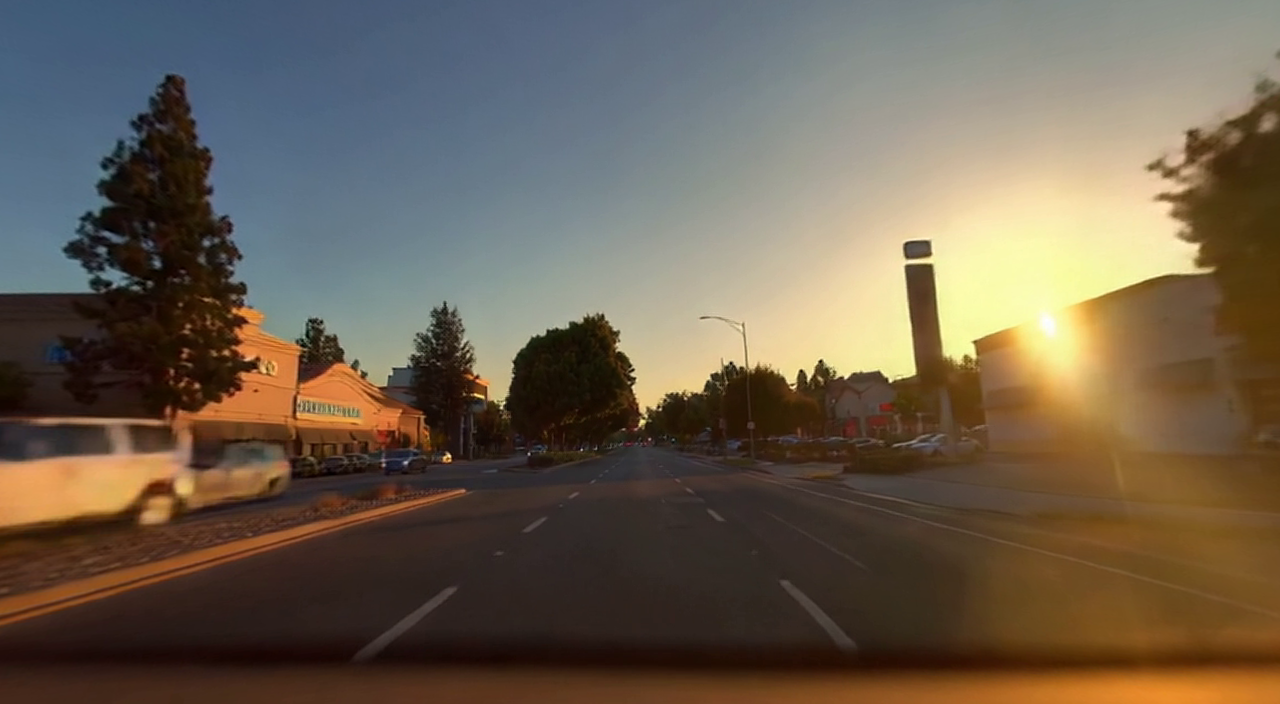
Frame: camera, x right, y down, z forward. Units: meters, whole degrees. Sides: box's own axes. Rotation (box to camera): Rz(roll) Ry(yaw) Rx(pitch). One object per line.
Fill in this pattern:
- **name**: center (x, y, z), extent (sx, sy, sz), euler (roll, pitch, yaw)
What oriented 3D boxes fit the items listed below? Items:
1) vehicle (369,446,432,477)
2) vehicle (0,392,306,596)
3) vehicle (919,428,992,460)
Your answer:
- **vehicle**: center (-14.006, 6.397, 37.254), extent (1.961, 1.670, 4.583), euler (0, -9, -1)
- **vehicle**: center (-7.285, 1.701, 8.283), extent (2.452, 1.905, 6.188), euler (0, -9, 0)
- **vehicle**: center (17.243, 5.030, 34.451), extent (4.277, 1.605, 1.920), euler (7, -11, -41)
